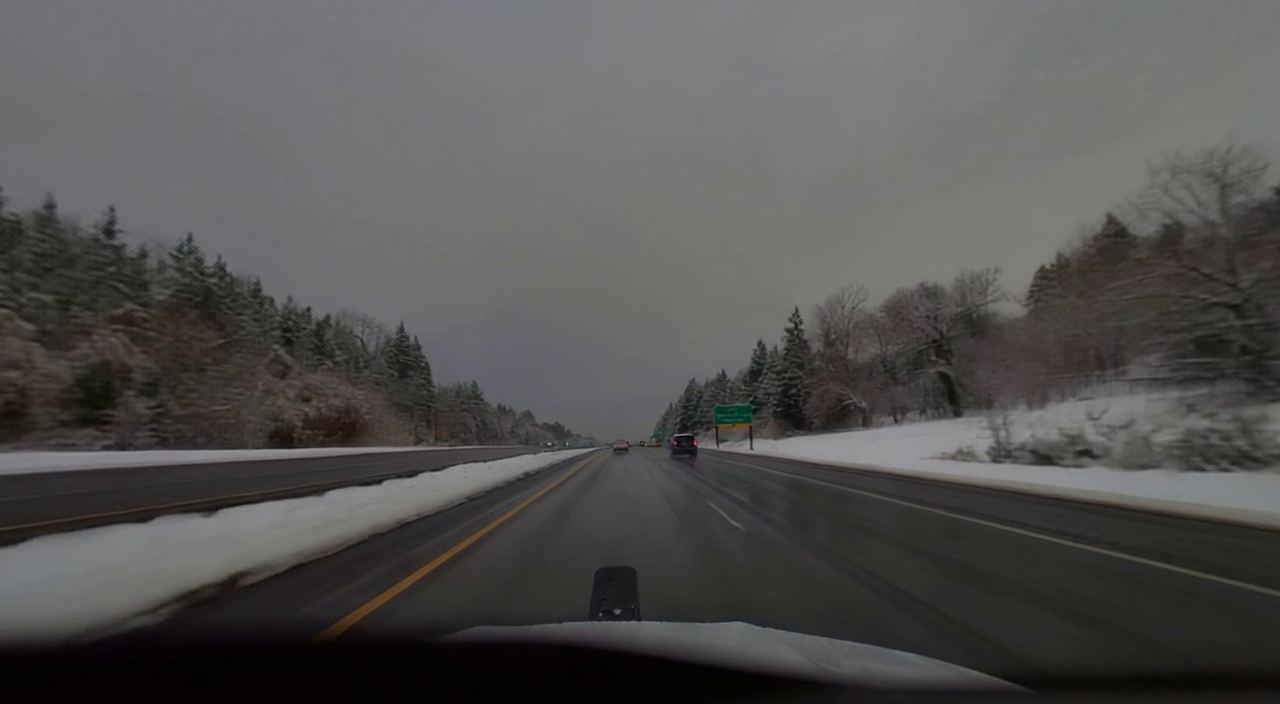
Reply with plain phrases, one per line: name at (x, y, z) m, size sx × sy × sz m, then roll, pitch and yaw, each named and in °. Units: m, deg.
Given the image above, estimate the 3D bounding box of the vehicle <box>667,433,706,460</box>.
vehicle at (2.974, 6.172, 41.358) m, size 2.085 × 1.681 × 4.436 m, roll 0°, pitch -8°, yaw -2°
